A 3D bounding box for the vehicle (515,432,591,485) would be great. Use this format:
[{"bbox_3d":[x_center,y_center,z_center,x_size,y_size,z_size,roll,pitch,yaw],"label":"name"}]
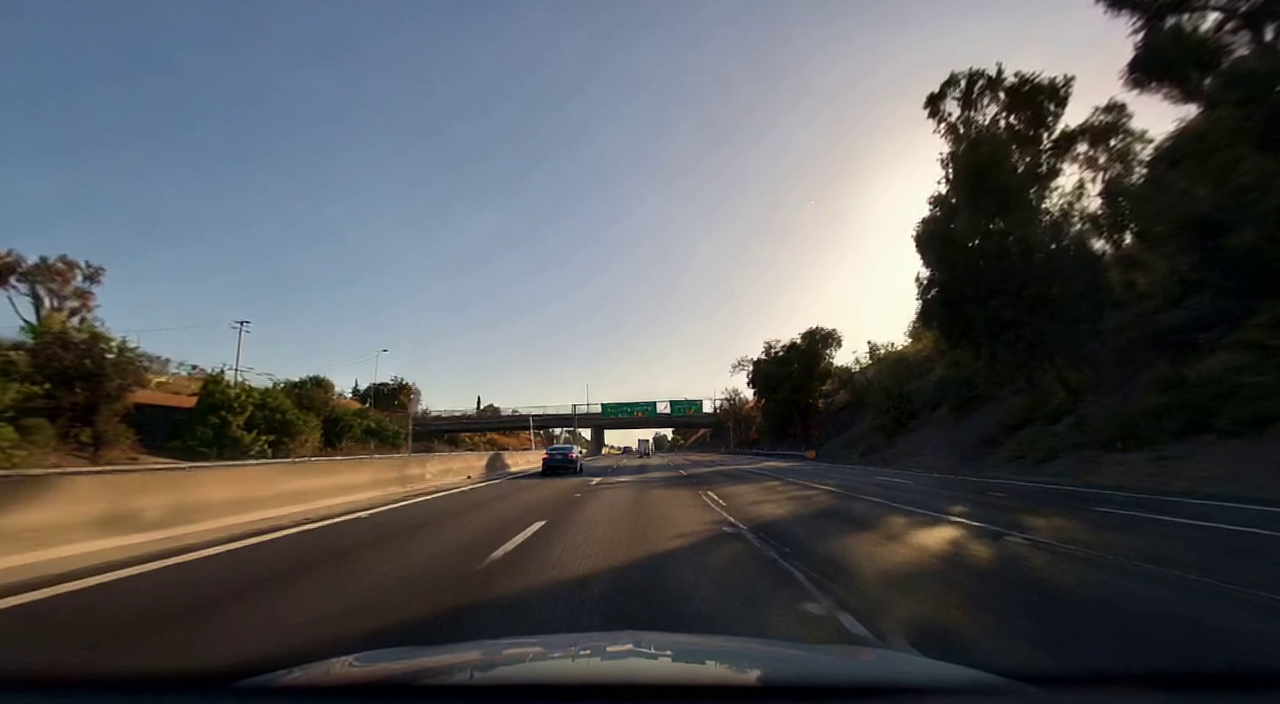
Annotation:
[{"bbox_3d":[-3.017,3.823,22.879,2.072,1.706,4.359,0,-8,1],"label":"vehicle"}]
